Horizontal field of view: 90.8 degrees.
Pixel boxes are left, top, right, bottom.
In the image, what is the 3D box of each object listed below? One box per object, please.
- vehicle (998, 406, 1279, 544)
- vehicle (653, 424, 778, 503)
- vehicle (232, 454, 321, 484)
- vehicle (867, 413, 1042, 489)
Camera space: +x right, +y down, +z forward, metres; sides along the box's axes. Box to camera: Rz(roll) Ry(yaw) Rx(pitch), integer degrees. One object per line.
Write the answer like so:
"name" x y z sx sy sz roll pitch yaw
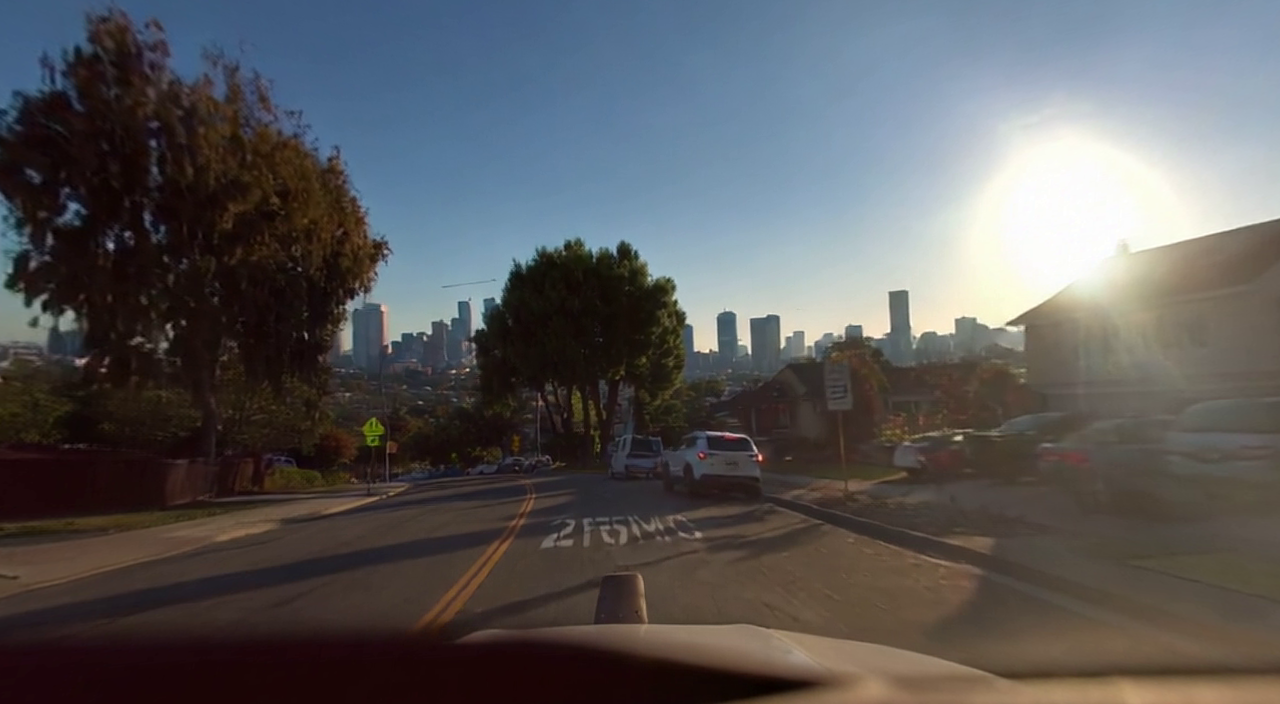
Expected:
"vehicle" 7.927 1.787 9.794 4.512 1.670 2.031 4 -10 -31
"vehicle" 1.694 2.758 16.030 1.965 1.663 4.744 1 -9 -8
"vehicle" -22.260 7.178 38.864 4.464 1.681 1.906 3 -9 -21
"vehicle" 8.500 2.626 17.013 4.469 1.780 1.970 4 -10 -31
